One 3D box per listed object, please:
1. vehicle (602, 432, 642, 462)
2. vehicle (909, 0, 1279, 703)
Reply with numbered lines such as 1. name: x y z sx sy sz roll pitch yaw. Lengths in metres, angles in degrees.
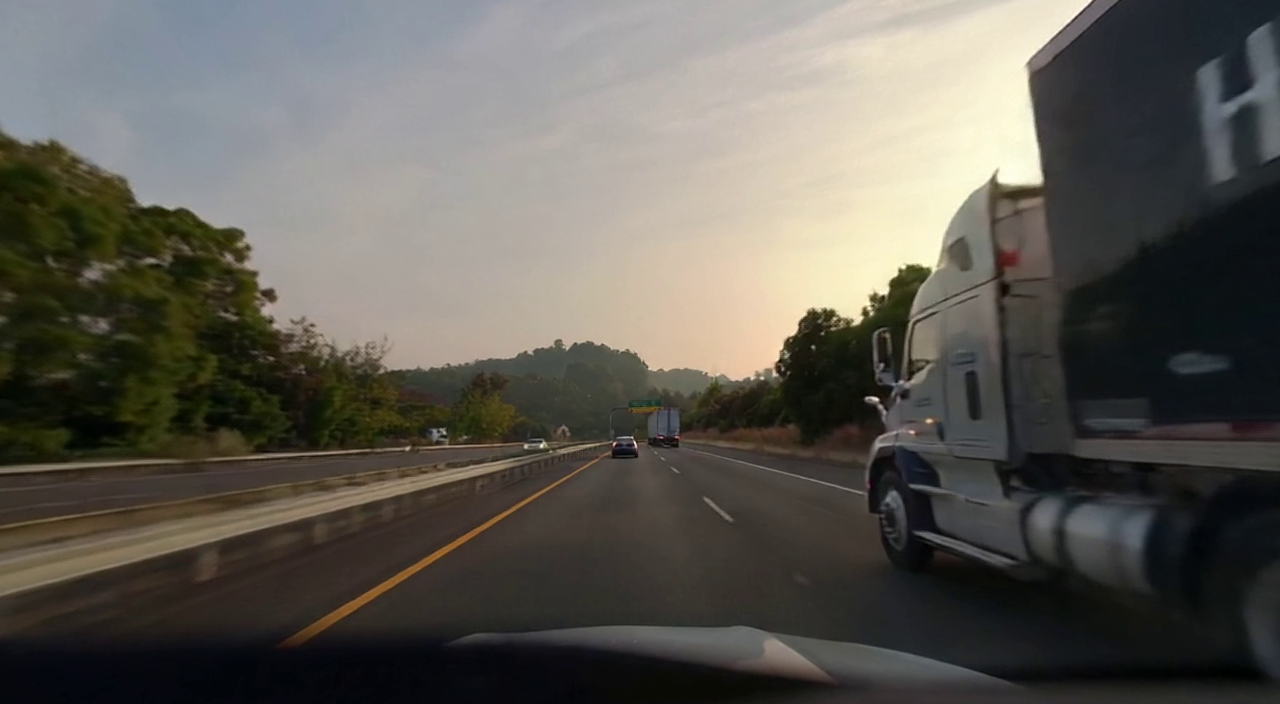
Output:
1. vehicle: -0.979 5.246 35.047 2.095 1.557 3.963 0 -8 -1
2. vehicle: 4.101 -0.410 1.152 2.955 3.940 9.037 0 -8 -2
